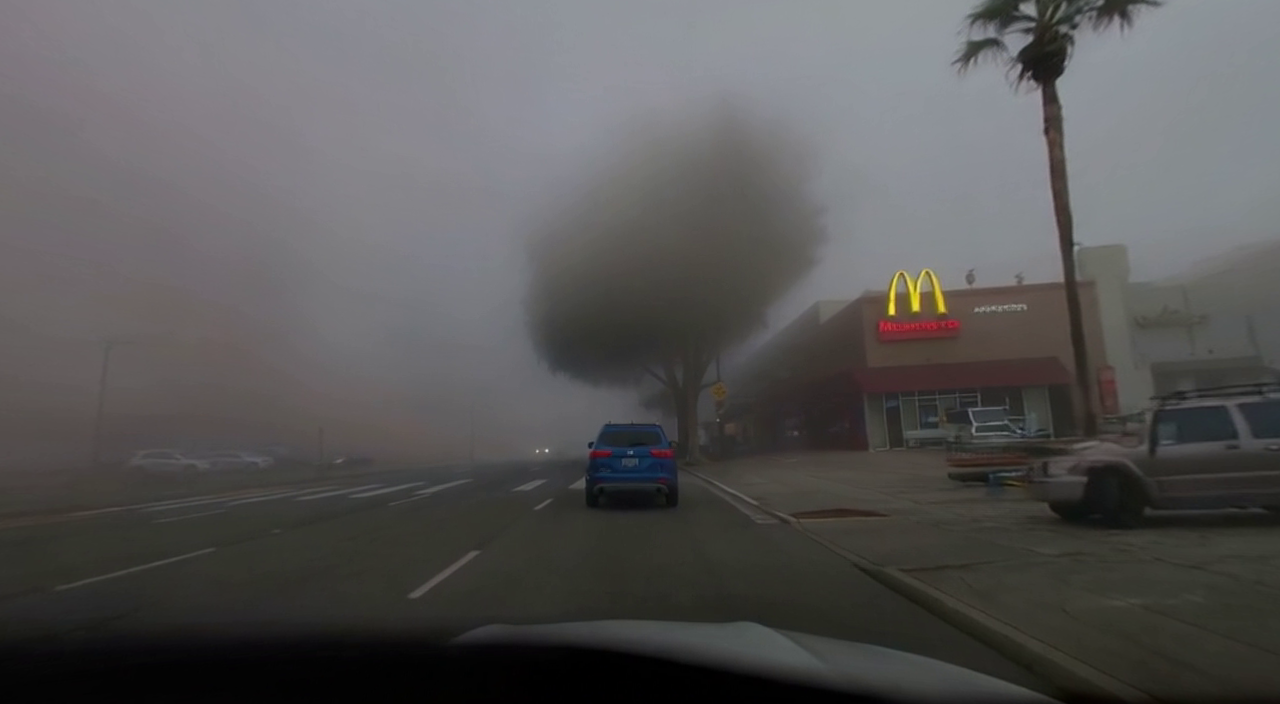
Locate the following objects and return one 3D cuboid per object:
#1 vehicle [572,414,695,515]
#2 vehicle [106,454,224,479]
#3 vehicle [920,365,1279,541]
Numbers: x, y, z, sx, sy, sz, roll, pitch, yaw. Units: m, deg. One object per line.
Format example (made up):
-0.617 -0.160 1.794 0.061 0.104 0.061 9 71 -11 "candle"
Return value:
-0.165 2.337 13.462 2.234 1.818 3.869 0 -9 -1 "vehicle"
-27.867 6.729 37.307 5.154 1.343 1.943 4 -9 -24 "vehicle"
6.239 1.153 7.394 4.828 1.733 2.231 0 -9 0 "vehicle"
